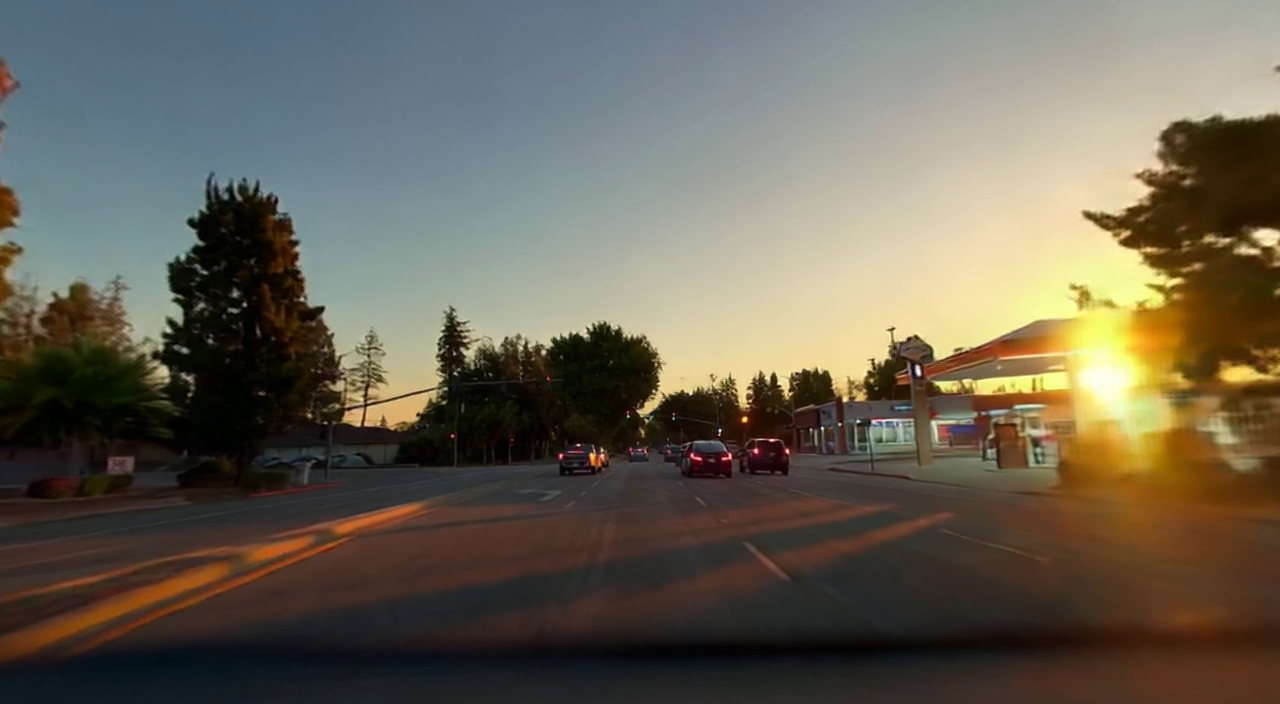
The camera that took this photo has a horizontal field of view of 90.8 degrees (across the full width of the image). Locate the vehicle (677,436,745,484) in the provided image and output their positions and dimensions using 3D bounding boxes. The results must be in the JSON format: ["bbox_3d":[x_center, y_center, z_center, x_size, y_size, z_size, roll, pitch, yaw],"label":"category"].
[{"bbox_3d":[2.806,4.396,26.045,2.140,1.800,4.660,0,-8,-1],"label":"vehicle"}]

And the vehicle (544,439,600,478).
[{"bbox_3d":[-3.390,5.403,32.321,2.261,1.820,4.255,0,-8,2],"label":"vehicle"}]

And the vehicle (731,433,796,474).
[{"bbox_3d":[7.033,5.873,36.740,2.510,2.176,5.527,0,-8,-2],"label":"vehicle"}]
